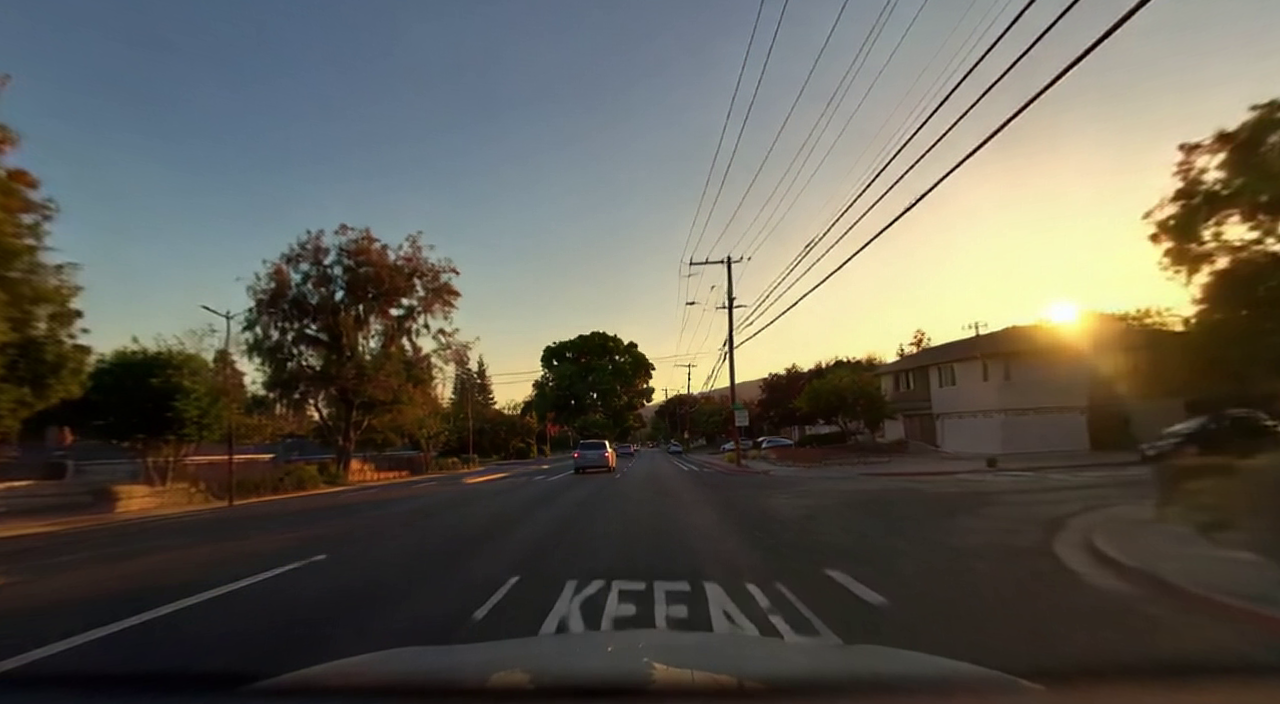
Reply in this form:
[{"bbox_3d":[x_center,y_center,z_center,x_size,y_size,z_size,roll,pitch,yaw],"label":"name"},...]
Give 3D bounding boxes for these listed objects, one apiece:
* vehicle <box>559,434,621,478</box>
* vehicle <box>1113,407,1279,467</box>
[{"bbox_3d":[-2.198,4.789,29.251,2.327,1.861,4.941,0,-9,2],"label":"vehicle"},{"bbox_3d":[20.377,3.086,22.704,4.502,1.833,2.462,-3,-11,1],"label":"vehicle"}]
